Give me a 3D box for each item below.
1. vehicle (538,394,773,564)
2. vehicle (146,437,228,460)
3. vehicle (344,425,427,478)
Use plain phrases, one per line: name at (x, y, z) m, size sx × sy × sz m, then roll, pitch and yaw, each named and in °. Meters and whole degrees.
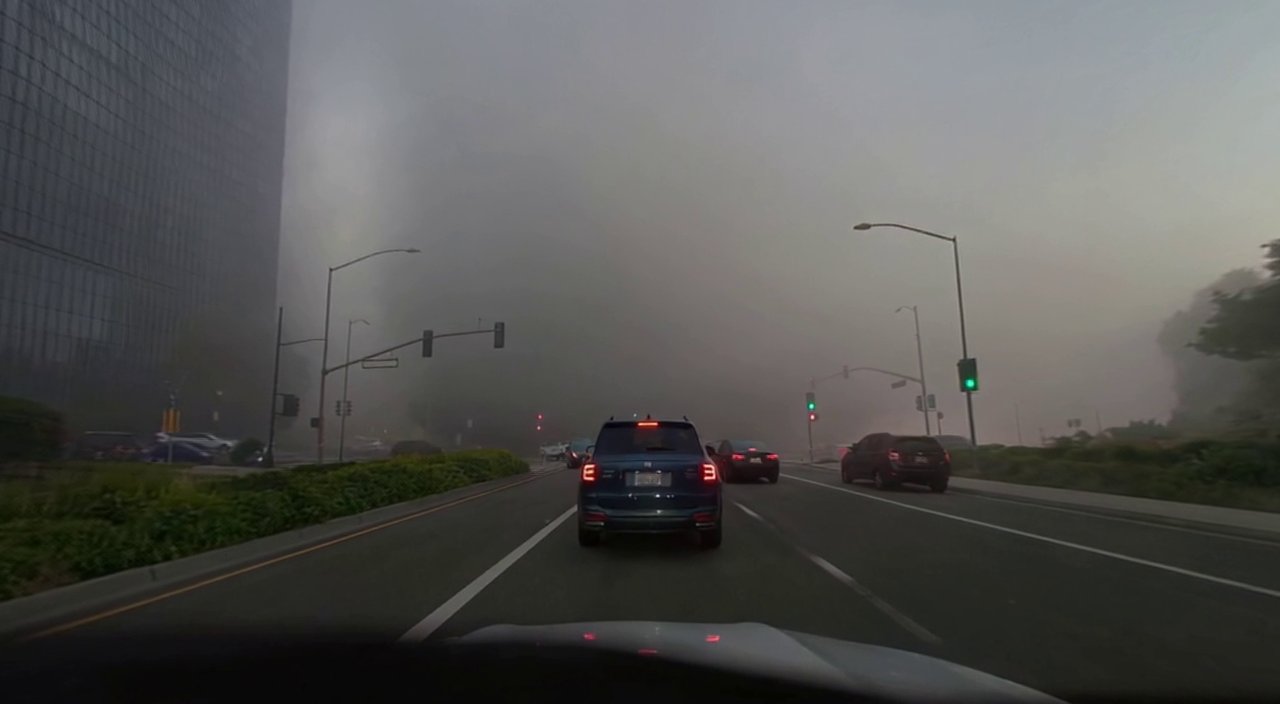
vehicle at (0.171, 1.763, 9.362) m, size 2.601 × 1.878 × 4.535 m, roll 0°, pitch -9°, yaw 0°
vehicle at (-34.441, 7.336, 47.933) m, size 4.622 × 1.742 × 1.965 m, roll 0°, pitch -9°, yaw -1°
vehicle at (-12.328, 4.890, 31.057) m, size 2.717 × 2.310 × 6.448 m, roll 2°, pitch -9°, yaw -13°
